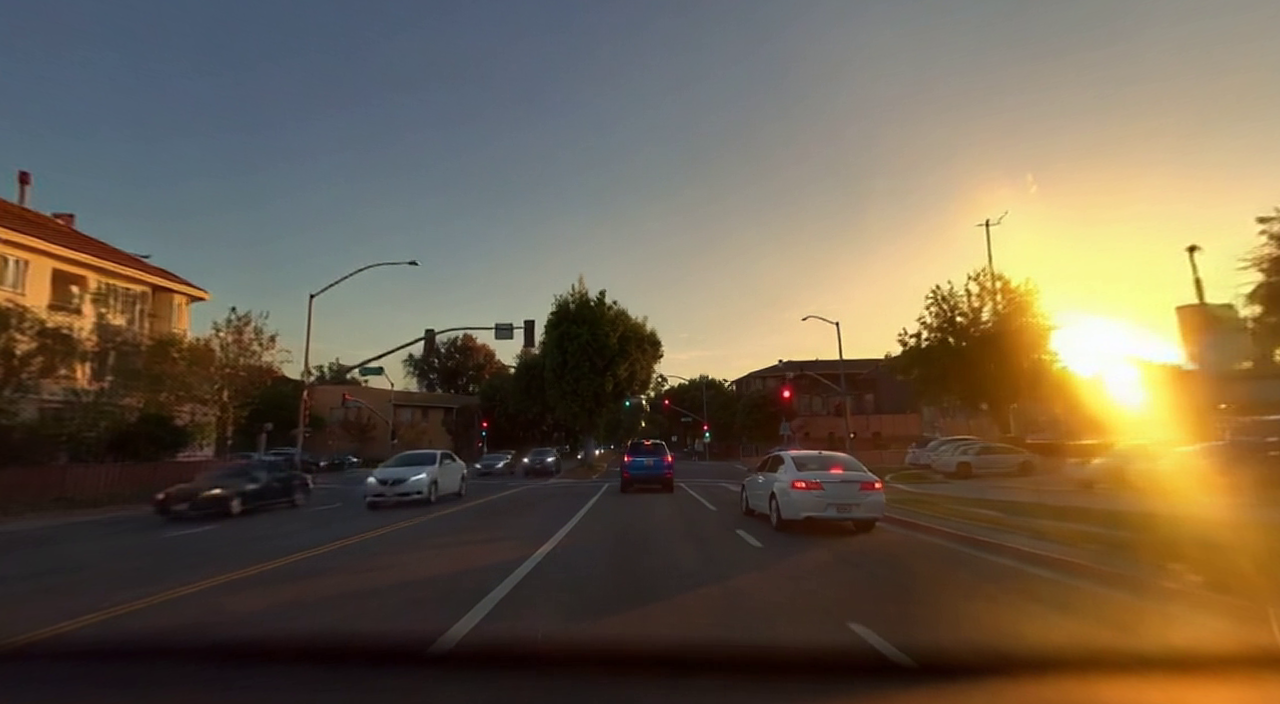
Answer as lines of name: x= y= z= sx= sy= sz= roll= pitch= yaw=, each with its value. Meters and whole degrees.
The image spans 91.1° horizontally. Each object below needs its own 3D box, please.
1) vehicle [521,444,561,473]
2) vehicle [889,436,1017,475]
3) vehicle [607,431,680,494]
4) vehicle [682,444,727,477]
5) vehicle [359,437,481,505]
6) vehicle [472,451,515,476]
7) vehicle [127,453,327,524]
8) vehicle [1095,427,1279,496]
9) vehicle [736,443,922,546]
vehicle: x=-6.653 y=7.227 z=42.695 sx=1.957 sy=1.836 sz=4.434 roll=0 pitch=-9 yaw=1
vehicle: x=13.669 y=4.535 z=27.593 sx=4.507 sy=1.610 sz=2.045 roll=0 pitch=-9 yaw=-1
vehicle: x=0.105 y=3.789 z=21.848 sx=2.296 sy=1.947 sz=4.168 roll=0 pitch=-9 yaw=0
vehicle: x=3.614 y=6.151 z=35.938 sx=2.138 sy=1.729 sz=4.178 roll=0 pitch=-9 yaw=-1
vehicle: x=-6.451 y=3.526 z=19.023 sx=2.092 sy=1.802 sz=4.270 roll=0 pitch=-9 yaw=1
vehicle: x=-10.145 y=7.700 z=43.664 sx=1.943 sy=1.552 sz=4.670 roll=0 pitch=-9 yaw=-1
vehicle: x=-10.010 y=3.298 z=15.770 sx=1.962 sy=1.458 sz=4.505 roll=0 pitch=-9 yaw=0
vehicle: x=13.661 y=2.520 z=14.592 sx=4.772 sy=1.447 sz=1.747 roll=0 pitch=-8 yaw=1
vehicle: x=3.123 y=2.425 z=11.483 sx=1.900 sy=1.478 sz=4.425 roll=0 pitch=-9 yaw=-2
